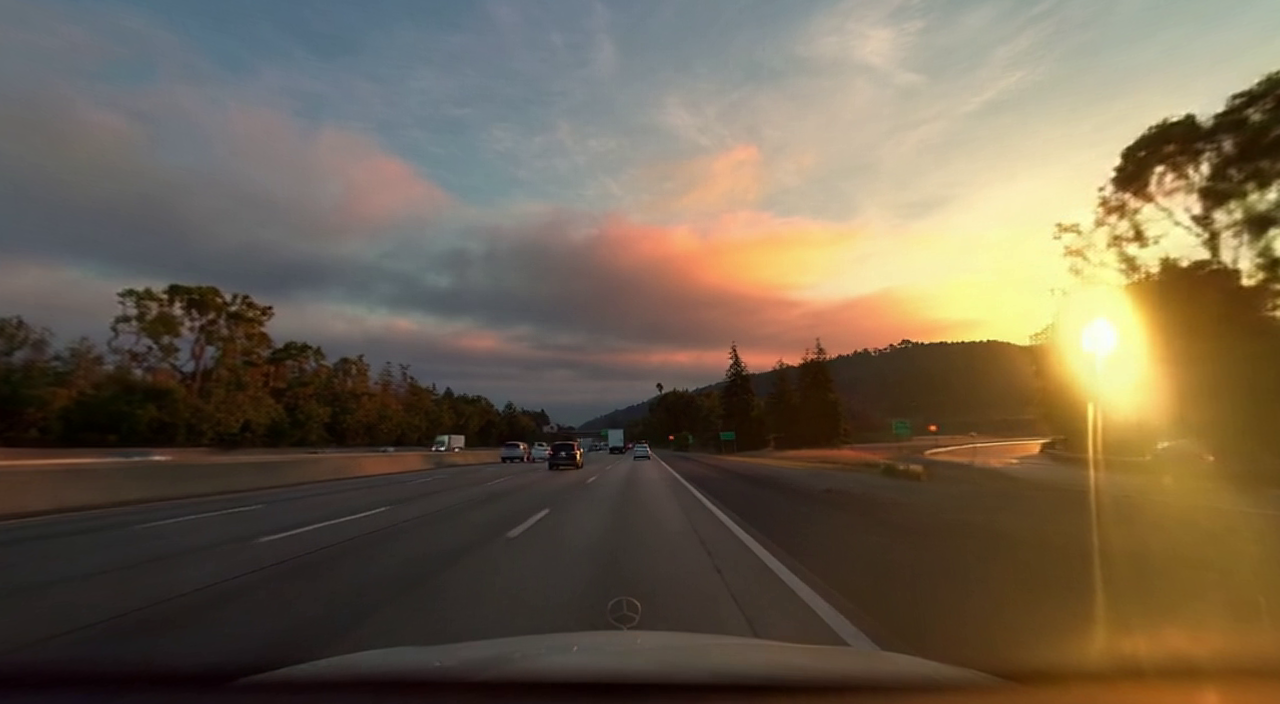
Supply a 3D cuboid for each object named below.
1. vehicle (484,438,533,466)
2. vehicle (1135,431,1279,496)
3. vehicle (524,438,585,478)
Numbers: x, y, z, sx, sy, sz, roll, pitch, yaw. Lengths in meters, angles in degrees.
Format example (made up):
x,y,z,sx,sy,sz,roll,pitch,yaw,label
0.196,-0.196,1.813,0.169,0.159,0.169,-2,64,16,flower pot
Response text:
x,y,z,sx,sy,sz,roll,pitch,yaw,label
-10.253,7.880,49.777,2.519,2.029,6.180,0,-9,0,vehicle
18.539,3.541,20.346,2.200,1.827,4.822,-2,-9,16,vehicle
-3.784,4.766,28.550,2.094,1.695,4.260,0,-9,1,vehicle
